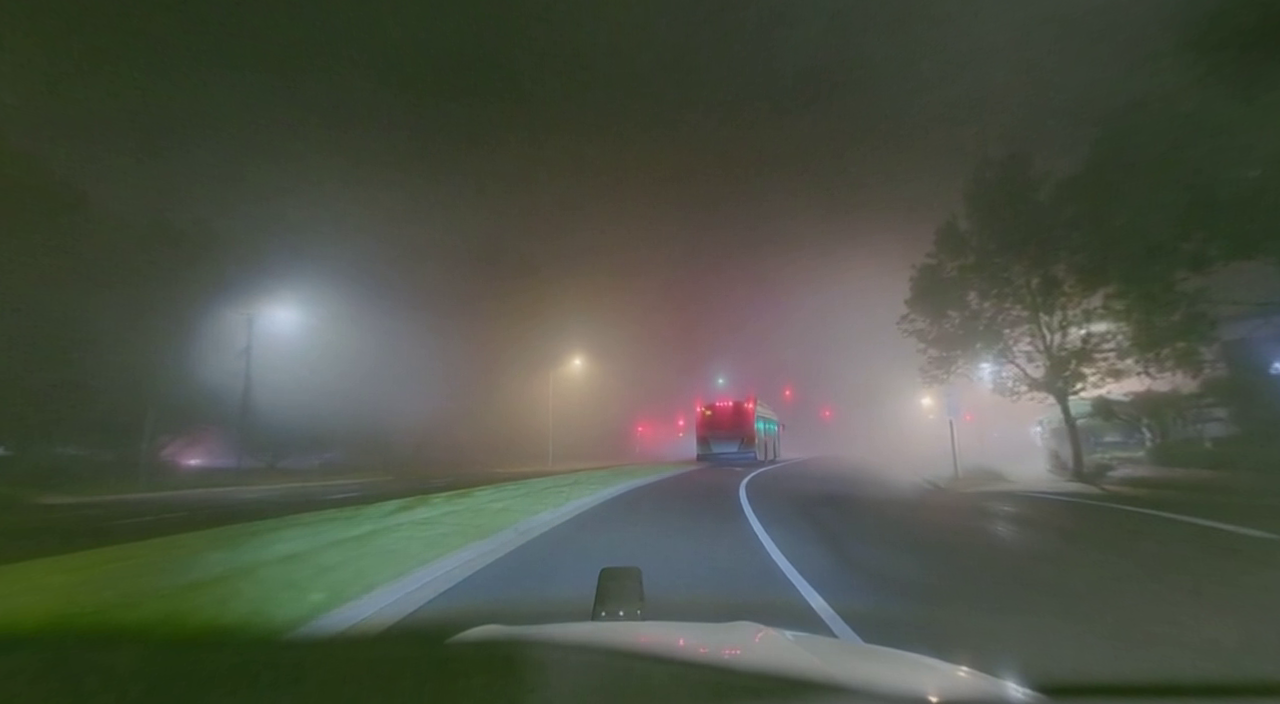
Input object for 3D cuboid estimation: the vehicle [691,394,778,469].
[{"bbox_3d":[5.538,4.528,34.740,3.031,3.429,11.005,-3,-9,17],"label":"vehicle"}]
